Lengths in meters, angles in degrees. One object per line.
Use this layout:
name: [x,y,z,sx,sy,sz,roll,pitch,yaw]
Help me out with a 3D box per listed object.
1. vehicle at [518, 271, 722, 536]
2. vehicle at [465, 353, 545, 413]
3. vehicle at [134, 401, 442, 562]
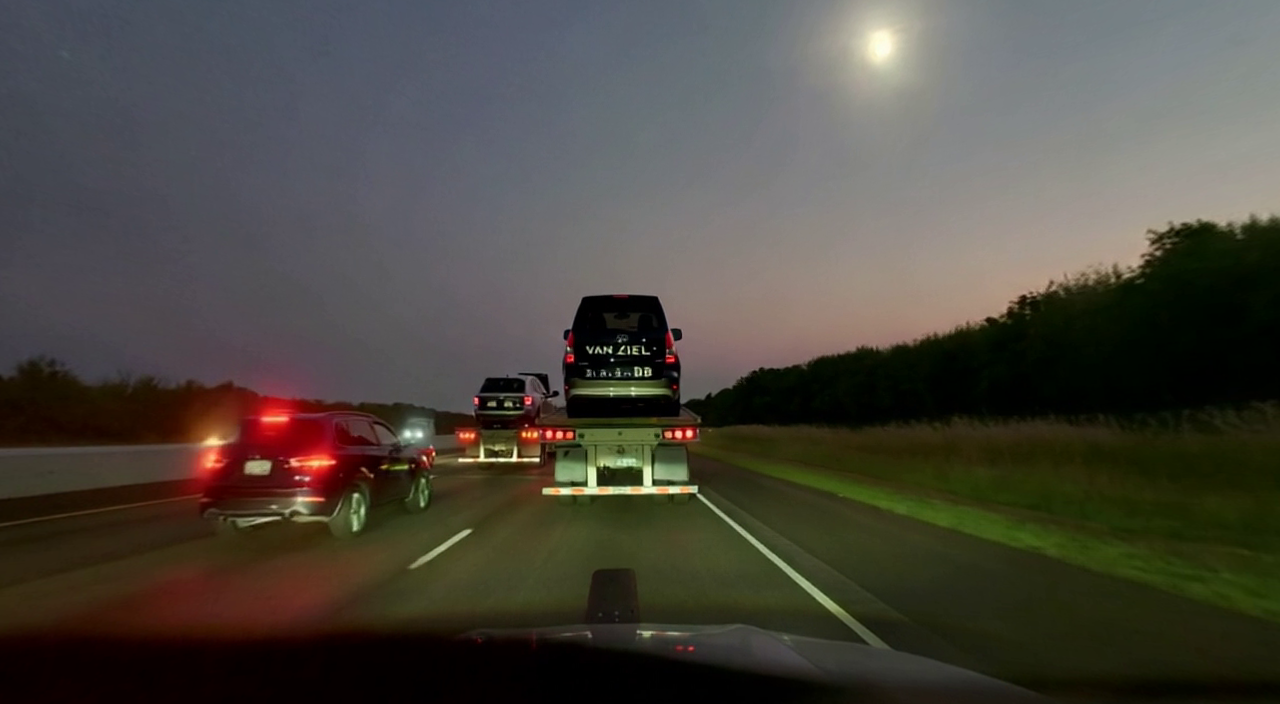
vehicle: [-0.406,1.259,13.273,2.738,3.628,9.223,0,-7,-2]
vehicle: [-4.726,1.215,22.801,2.118,1.799,4.591,0,-7,-3]
vehicle: [-4.396,1.649,8.871,1.914,1.675,4.331,0,-7,-2]
